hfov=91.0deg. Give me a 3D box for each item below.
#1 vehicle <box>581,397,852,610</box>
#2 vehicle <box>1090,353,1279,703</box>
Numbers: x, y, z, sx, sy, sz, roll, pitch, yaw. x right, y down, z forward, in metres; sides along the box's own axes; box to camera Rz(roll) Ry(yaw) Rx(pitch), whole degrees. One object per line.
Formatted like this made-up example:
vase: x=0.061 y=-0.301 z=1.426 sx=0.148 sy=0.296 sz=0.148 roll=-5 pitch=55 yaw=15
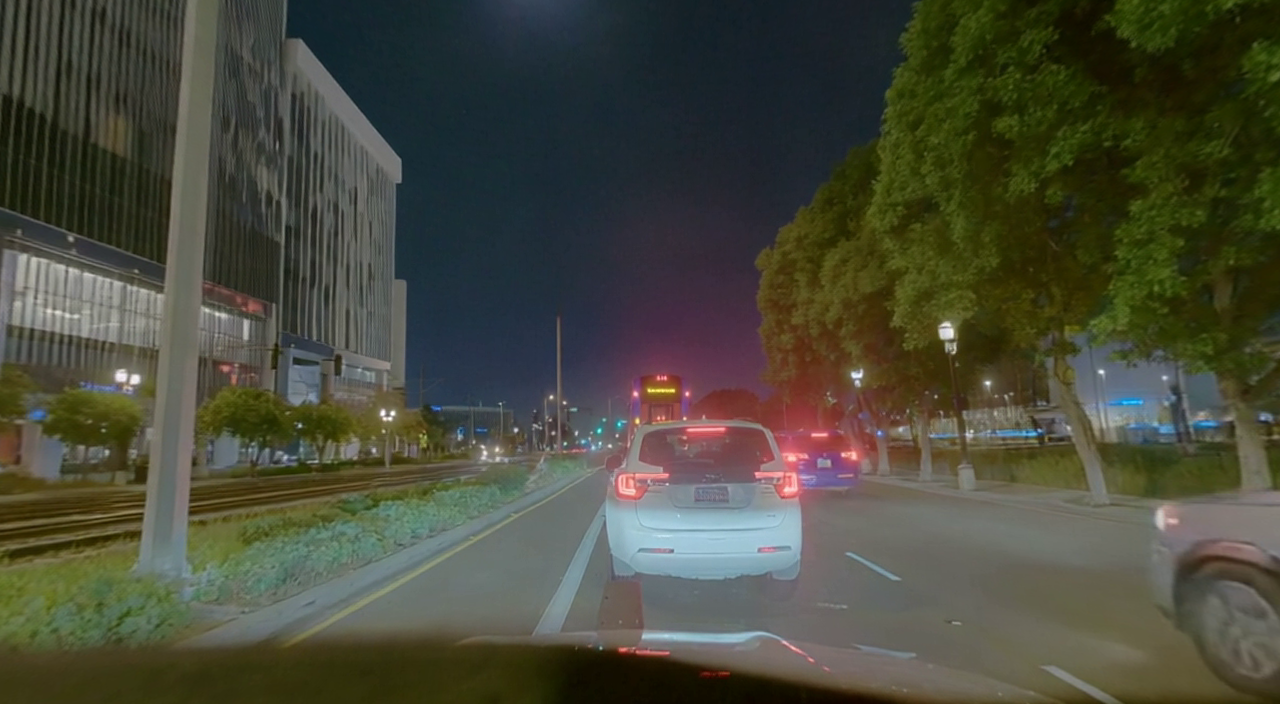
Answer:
vehicle: x=0.508 y=1.519 z=7.169 sx=2.190 sy=1.684 sz=4.084 roll=0 pitch=-9 yaw=-3
vehicle: x=4.224 y=0.691 z=1.745 sx=2.165 sy=1.760 sz=5.064 roll=0 pitch=-9 yaw=0
